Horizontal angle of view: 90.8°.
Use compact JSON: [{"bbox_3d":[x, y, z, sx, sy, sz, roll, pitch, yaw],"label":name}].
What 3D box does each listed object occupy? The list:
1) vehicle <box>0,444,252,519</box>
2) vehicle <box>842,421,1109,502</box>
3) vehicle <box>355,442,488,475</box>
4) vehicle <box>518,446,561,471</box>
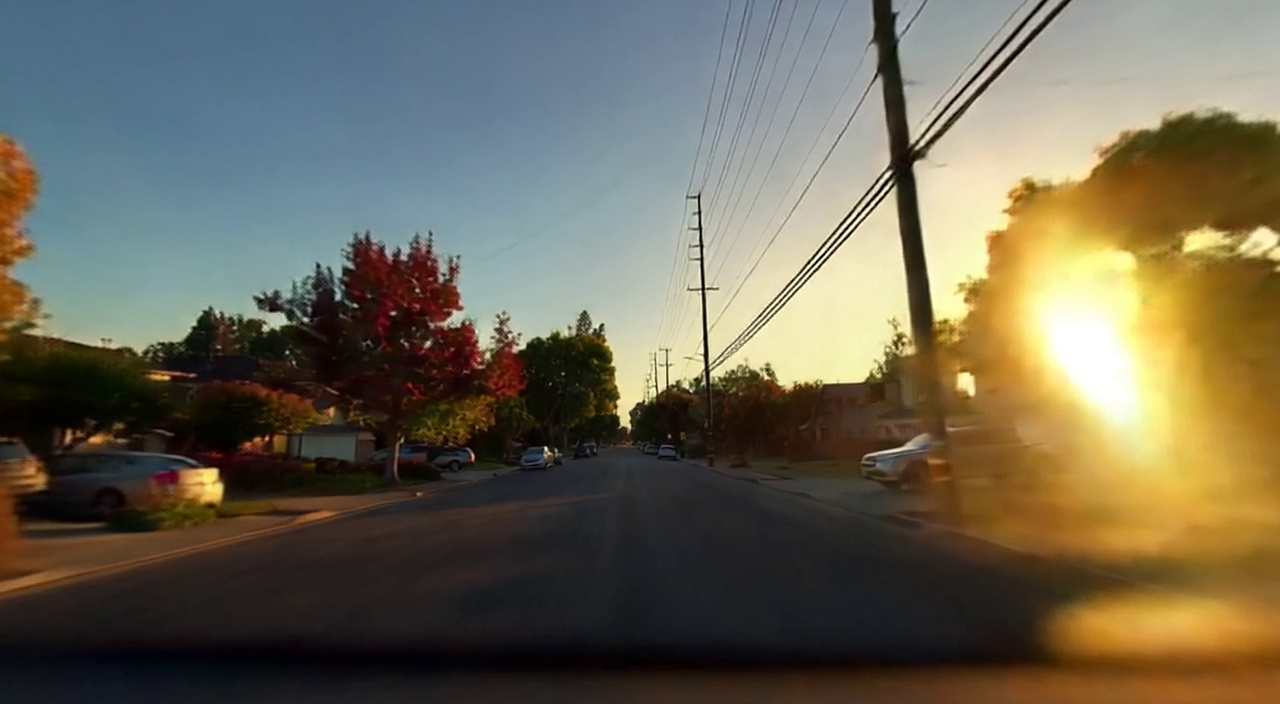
[{"bbox_3d":[-11.295,2.757,13.719,4.371,1.482,1.954,0,-9,-1],"label":"vehicle"},{"bbox_3d":[8.964,2.948,17.419,5.890,1.896,2.459,-2,-7,1],"label":"vehicle"},{"bbox_3d":[-12.295,6.039,35.974,6.619,1.759,2.632,0,-9,-2],"label":"vehicle"},{"bbox_3d":[-6.631,7.062,42.193,2.208,1.491,5.089,0,-8,-1],"label":"vehicle"}]
